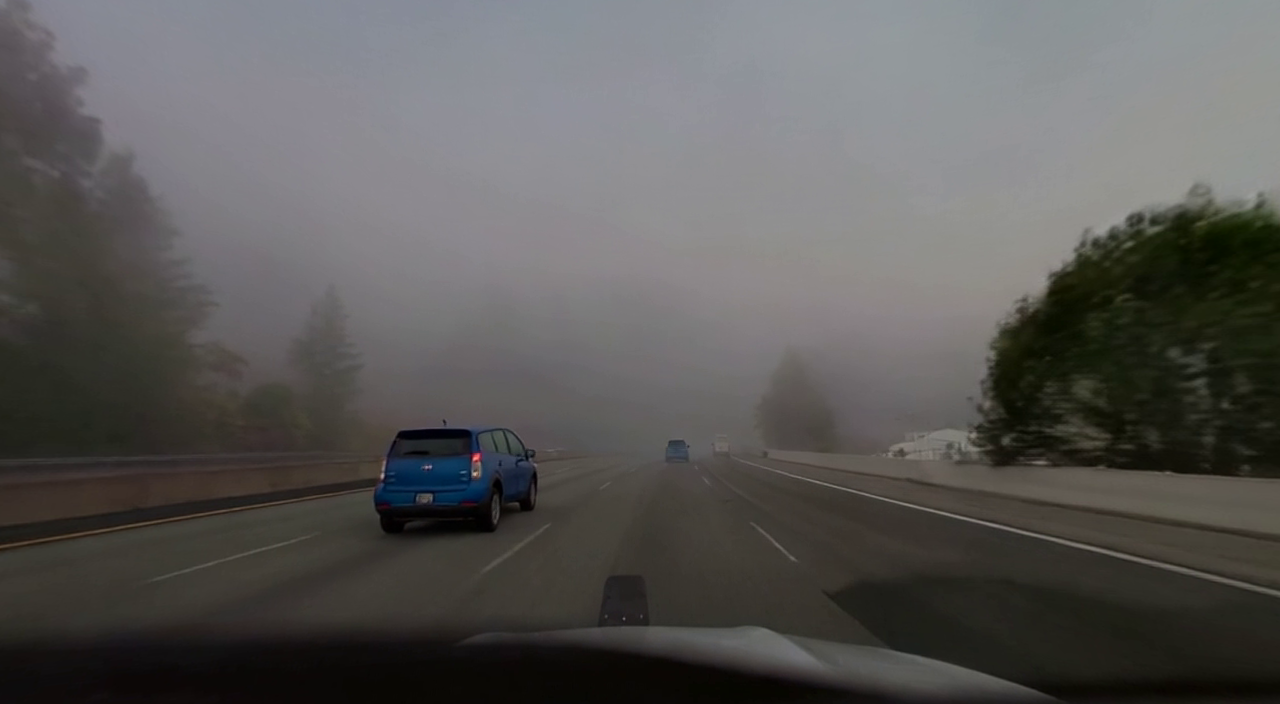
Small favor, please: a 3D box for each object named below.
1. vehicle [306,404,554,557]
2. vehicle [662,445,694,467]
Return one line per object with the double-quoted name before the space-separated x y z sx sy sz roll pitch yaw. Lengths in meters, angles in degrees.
"vehicle" -2.867 1.918 10.096 2.185 1.823 4.854 0 -9 2
"vehicle" 2.673 7.309 44.318 2.158 1.458 3.656 -1 -9 4
